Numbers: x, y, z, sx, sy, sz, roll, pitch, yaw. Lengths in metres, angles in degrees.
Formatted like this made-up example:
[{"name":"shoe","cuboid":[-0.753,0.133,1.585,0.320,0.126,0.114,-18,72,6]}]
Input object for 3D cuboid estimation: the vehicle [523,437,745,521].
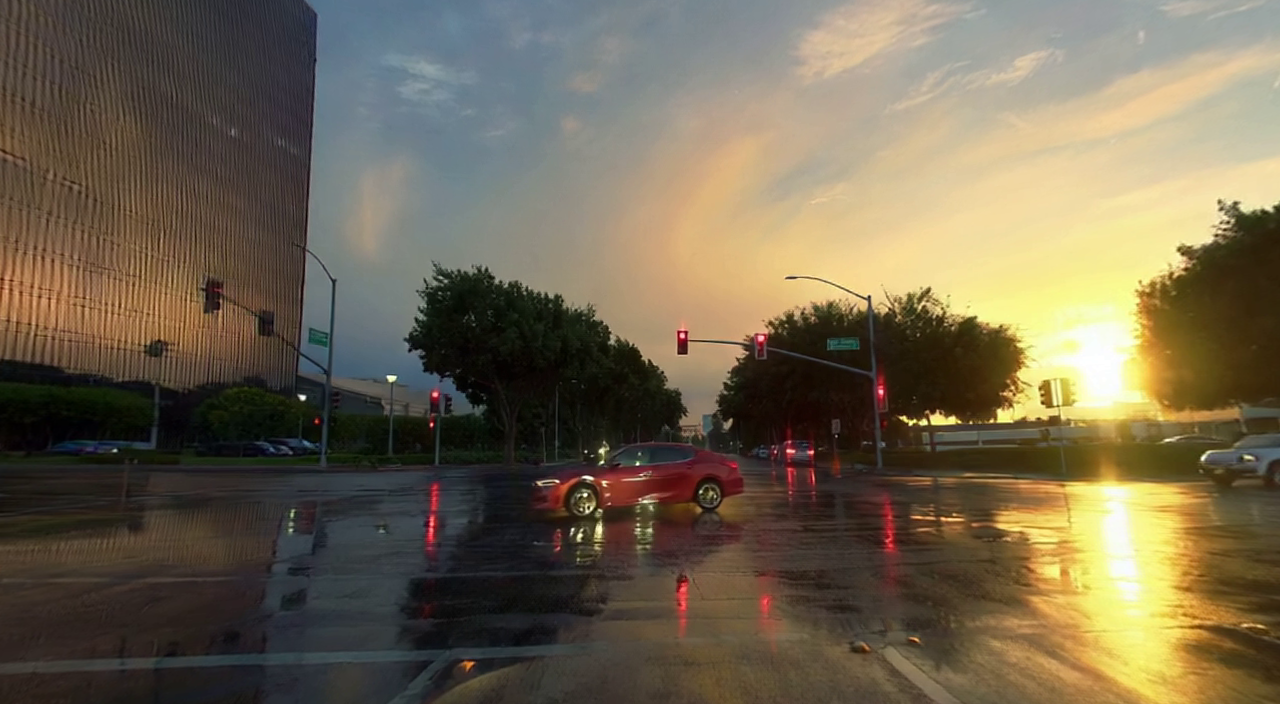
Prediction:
[{"name":"vehicle","cuboid":[0.039,2.656,13.727,4.802,1.491,1.924,8,-12,-43]}]
